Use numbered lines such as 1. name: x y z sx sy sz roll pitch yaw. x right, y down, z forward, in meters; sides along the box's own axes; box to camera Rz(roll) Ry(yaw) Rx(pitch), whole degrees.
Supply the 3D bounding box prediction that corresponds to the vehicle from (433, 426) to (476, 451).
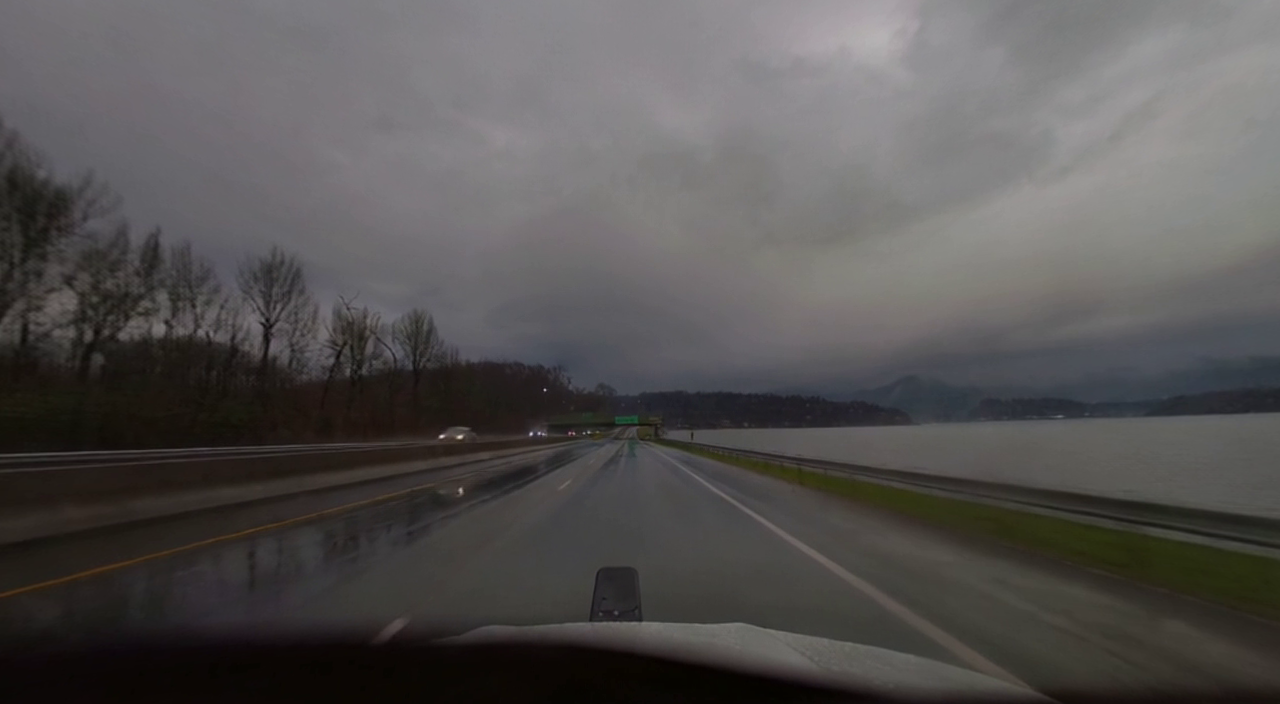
1. vehicle: -14.378 6.731 48.968 1.990 1.808 4.311 0 -8 0
